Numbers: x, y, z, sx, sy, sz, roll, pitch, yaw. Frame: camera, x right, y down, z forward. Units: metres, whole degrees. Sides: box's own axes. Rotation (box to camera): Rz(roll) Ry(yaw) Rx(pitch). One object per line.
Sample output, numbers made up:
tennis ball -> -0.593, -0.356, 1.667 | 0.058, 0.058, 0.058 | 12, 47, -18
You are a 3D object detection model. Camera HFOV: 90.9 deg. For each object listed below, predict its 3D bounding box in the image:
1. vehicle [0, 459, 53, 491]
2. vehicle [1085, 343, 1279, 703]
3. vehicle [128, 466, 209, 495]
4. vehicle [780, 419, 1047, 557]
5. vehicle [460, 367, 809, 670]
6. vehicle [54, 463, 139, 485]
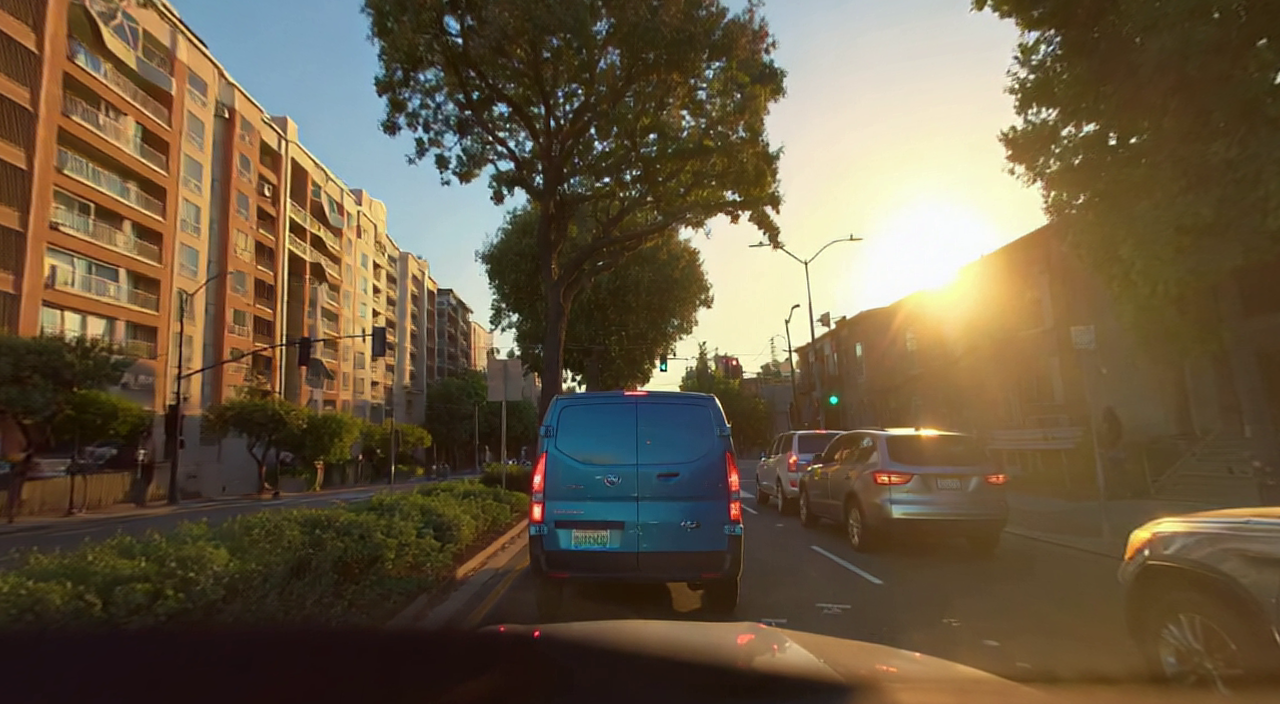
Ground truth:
vehicle -> -35.502, 6.839, 35.144 | 3.843, 1.680, 1.782 | -1, -9, 4
vehicle -> 3.811, 0.694, 1.736 | 2.157, 1.748, 4.130 | 0, -9, 1
vehicle -> -33.244, 9.071, 44.527 | 4.292, 1.492, 1.772 | -6, -14, -1
vehicle -> 3.922, 2.039, 10.228 | 2.061, 1.676, 4.734 | 0, -9, -2
vehicle -> -0.031, 1.323, 6.040 | 2.101, 1.828, 4.270 | 0, -9, 0
vehicle -> -38.446, 8.631, 44.641 | 4.396, 1.458, 1.809 | -1, -9, 2
